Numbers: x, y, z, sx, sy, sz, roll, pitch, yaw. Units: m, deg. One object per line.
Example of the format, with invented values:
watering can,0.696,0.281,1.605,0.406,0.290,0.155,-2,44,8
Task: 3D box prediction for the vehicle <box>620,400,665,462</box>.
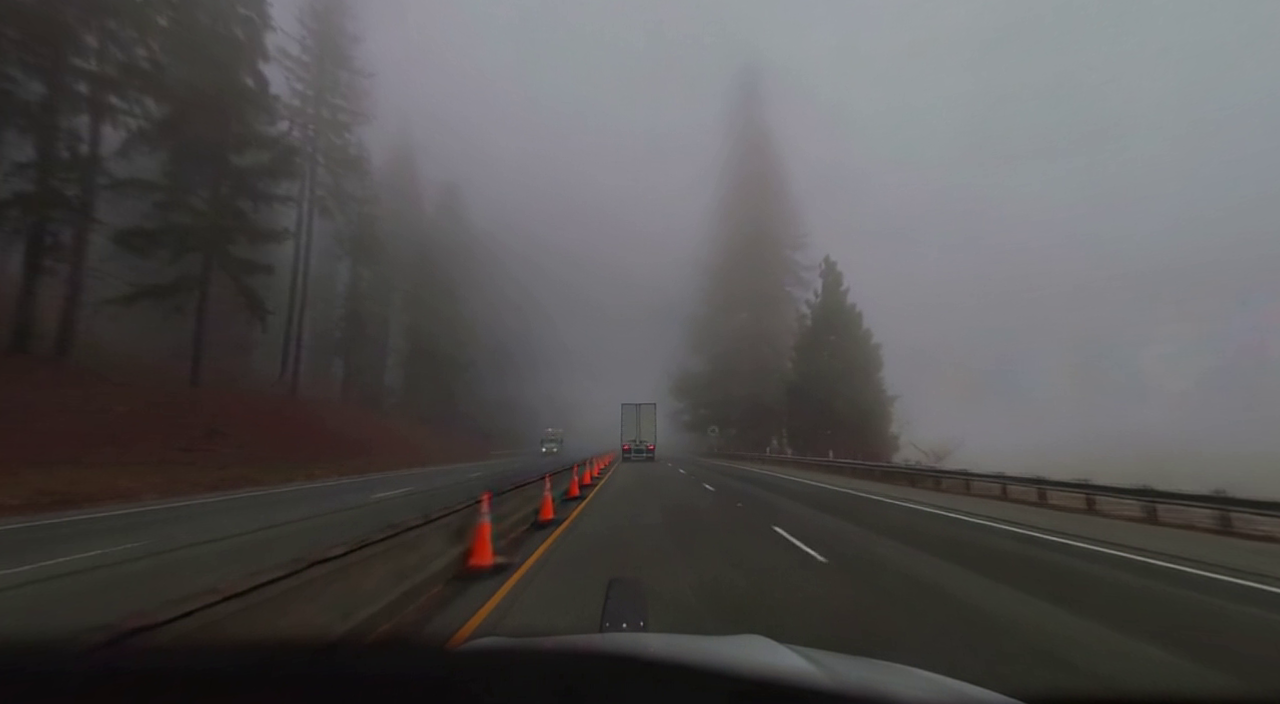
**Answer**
vehicle,-0.022,5.975,46.973,2.935,4.068,11.036,0,-8,-2
